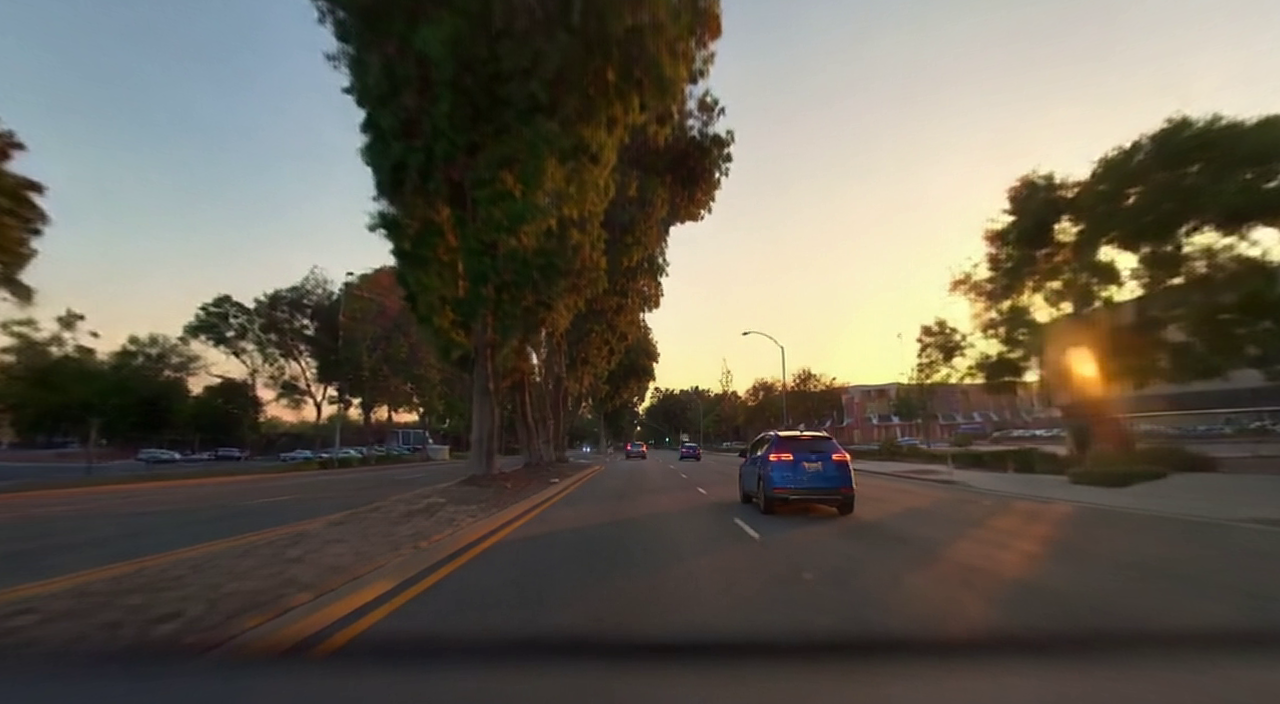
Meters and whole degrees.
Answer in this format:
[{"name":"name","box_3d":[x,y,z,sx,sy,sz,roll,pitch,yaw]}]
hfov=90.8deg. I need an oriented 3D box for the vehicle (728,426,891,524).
[{"name":"vehicle","box_3d":[3.215,2.429,13.042,2.060,1.665,4.284,0,-8,-1]}]
